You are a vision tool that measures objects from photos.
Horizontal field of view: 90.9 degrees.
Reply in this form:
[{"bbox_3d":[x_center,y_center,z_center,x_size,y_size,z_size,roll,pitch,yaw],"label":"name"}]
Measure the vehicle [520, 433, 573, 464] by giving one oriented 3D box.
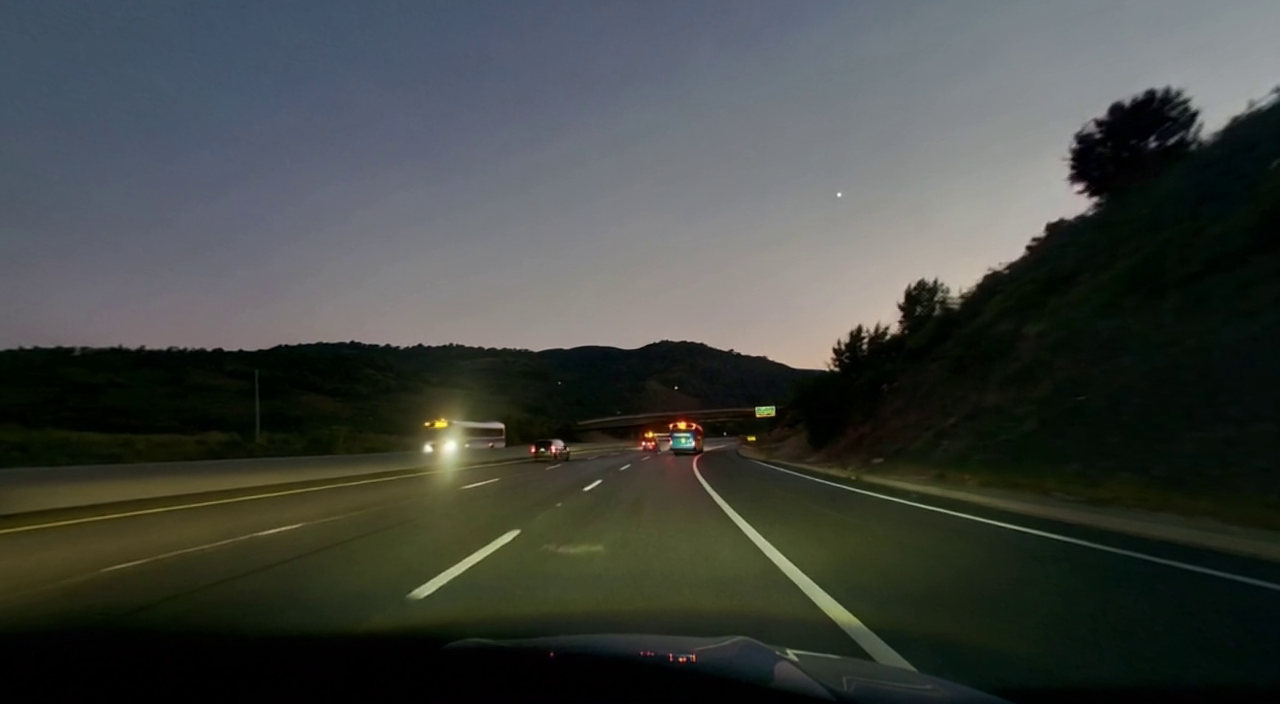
[{"bbox_3d":[-5.526,5.791,37.980,2.106,1.704,4.637,-1,-8,5],"label":"vehicle"}]
